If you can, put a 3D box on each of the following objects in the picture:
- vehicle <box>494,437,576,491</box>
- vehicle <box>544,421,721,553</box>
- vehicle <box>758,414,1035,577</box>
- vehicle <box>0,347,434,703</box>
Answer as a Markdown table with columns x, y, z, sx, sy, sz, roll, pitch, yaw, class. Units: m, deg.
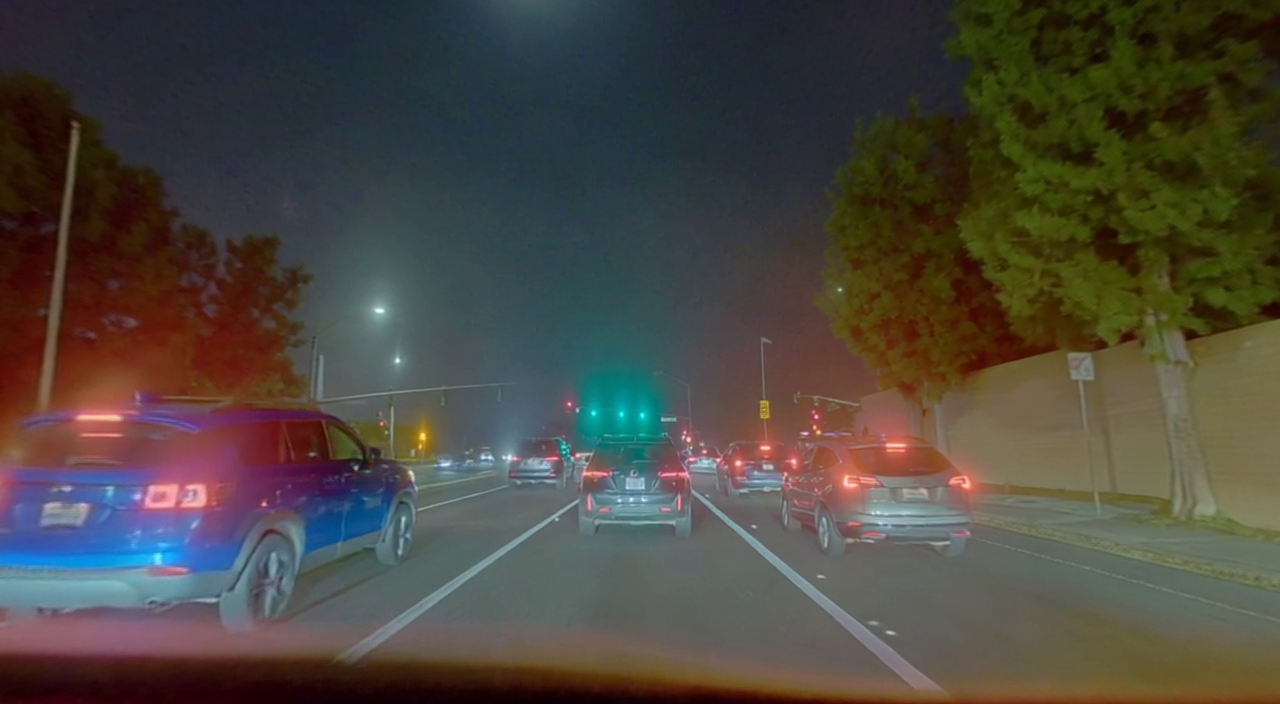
| x | y | z | sx | sy | sz | roll | pitch | yaw | class |
| --- | --- | --- | --- | --- | --- | --- | --- | --- | --- |
| -3.655 | 3.998 | 22.938 | 2.067 | 1.759 | 4.631 | 0 | -8 | 1 | vehicle |
| -0.068 | 2.017 | 10.089 | 2.245 | 1.677 | 3.913 | 0 | -8 | 1 | vehicle |
| 3.108 | 1.823 | 8.847 | 2.029 | 1.702 | 4.281 | 0 | -8 | -1 | vehicle |
| -3.626 | 1.241 | 5.586 | 2.070 | 1.913 | 4.450 | 0 | -8 | 0 | vehicle |
